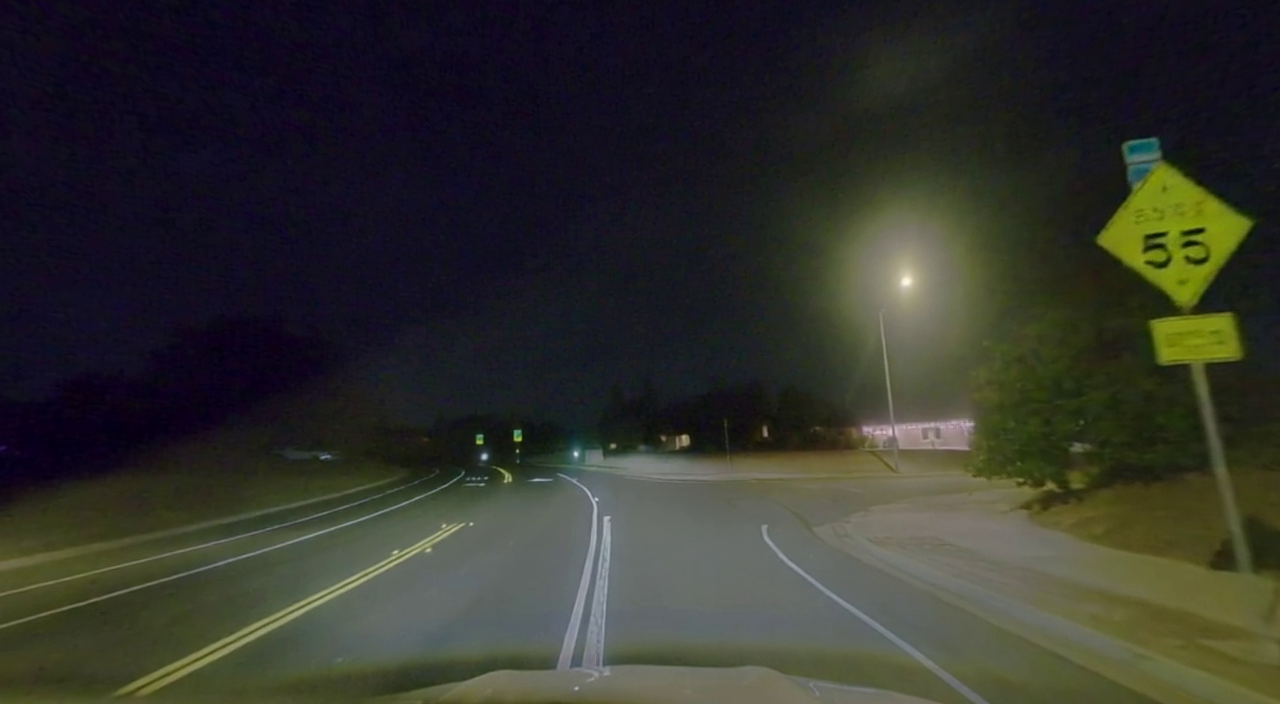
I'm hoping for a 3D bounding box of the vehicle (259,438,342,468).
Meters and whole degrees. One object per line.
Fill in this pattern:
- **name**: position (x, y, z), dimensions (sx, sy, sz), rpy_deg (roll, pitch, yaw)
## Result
- **vehicle**: position (-24.016, 7.128, 44.647), dimensions (4.699, 1.996, 2.116), rpy_deg (-1, -9, 9)
